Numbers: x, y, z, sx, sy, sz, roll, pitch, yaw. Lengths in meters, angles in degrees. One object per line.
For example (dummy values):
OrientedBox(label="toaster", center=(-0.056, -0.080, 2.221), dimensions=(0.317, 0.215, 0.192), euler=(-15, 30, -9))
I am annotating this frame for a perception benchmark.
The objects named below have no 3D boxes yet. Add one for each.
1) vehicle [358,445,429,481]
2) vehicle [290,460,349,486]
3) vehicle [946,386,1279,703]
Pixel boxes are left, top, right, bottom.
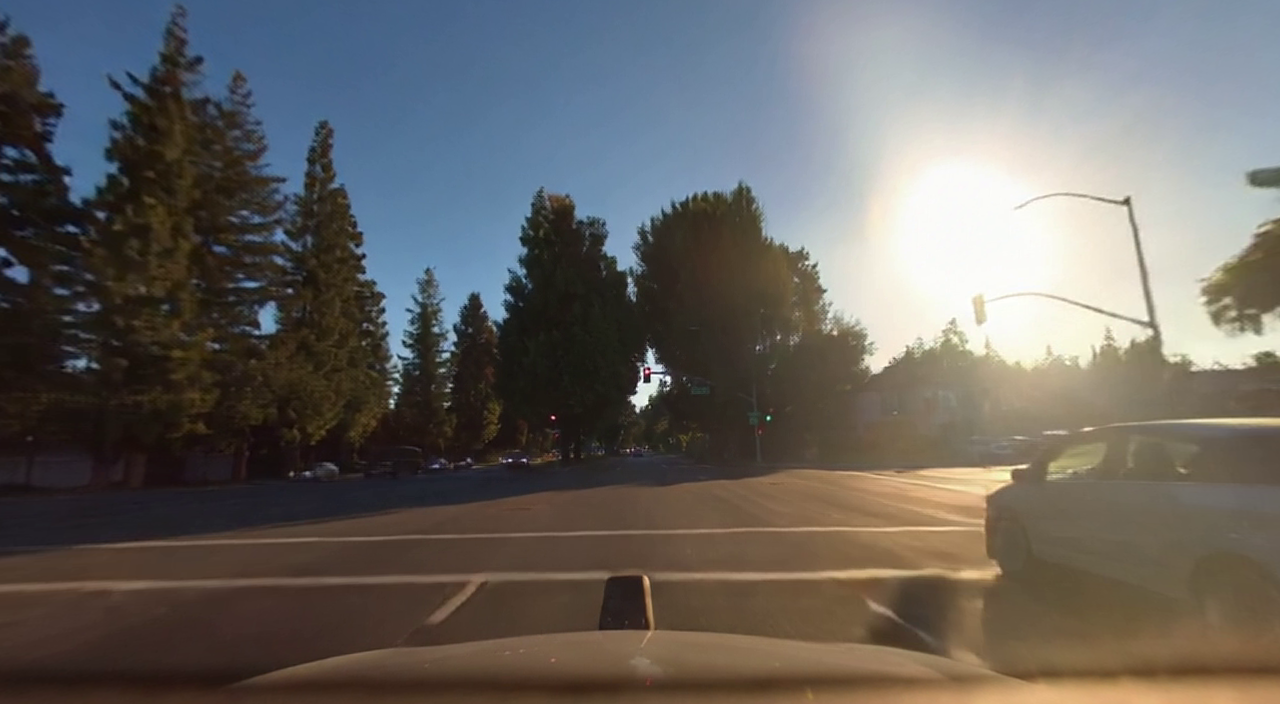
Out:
OrientedBox(label="vehicle", center=(-13.932, 6.284, 35.941), dimensions=(2.064, 1.860, 4.683), euler=(0, -9, 1))
OrientedBox(label="vehicle", center=(-20.696, 7.784, 40.893), dimensions=(1.829, 1.531, 3.777), euler=(-1, -9, 0))
OrientedBox(label="vehicle", center=(4.149, 1.202, 4.554), dimensions=(2.018, 1.591, 3.564), euler=(0, -9, 0))
